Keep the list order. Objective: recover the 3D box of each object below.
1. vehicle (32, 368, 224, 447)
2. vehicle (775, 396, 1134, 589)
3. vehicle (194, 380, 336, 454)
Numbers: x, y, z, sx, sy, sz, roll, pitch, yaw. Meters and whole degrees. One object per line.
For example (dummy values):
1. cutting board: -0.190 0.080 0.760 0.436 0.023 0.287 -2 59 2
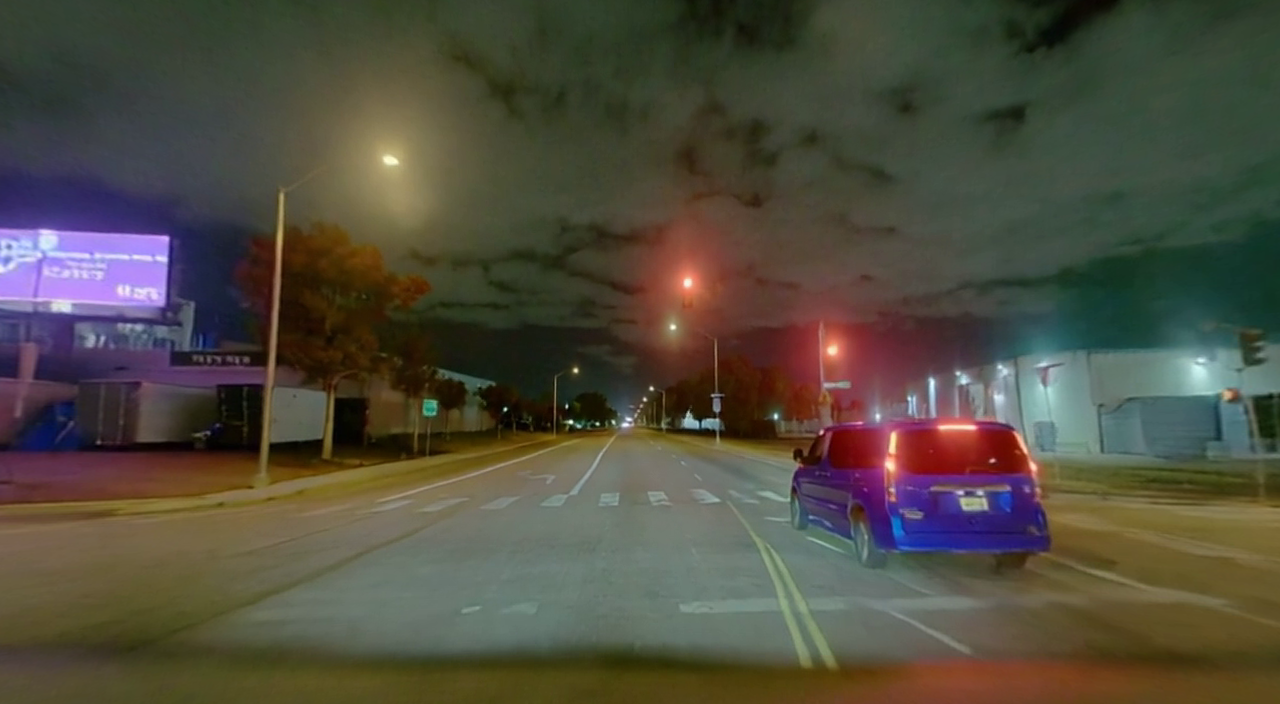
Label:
1. vehicle: -27.598 3.136 34.815 2.943 3.741 9.094 1 -6 0
2. vehicle: 3.532 1.672 8.482 2.202 1.822 4.826 1 -8 -2
3. vehicle: -20.747 3.620 35.615 3.337 3.644 7.945 1 -5 -2
